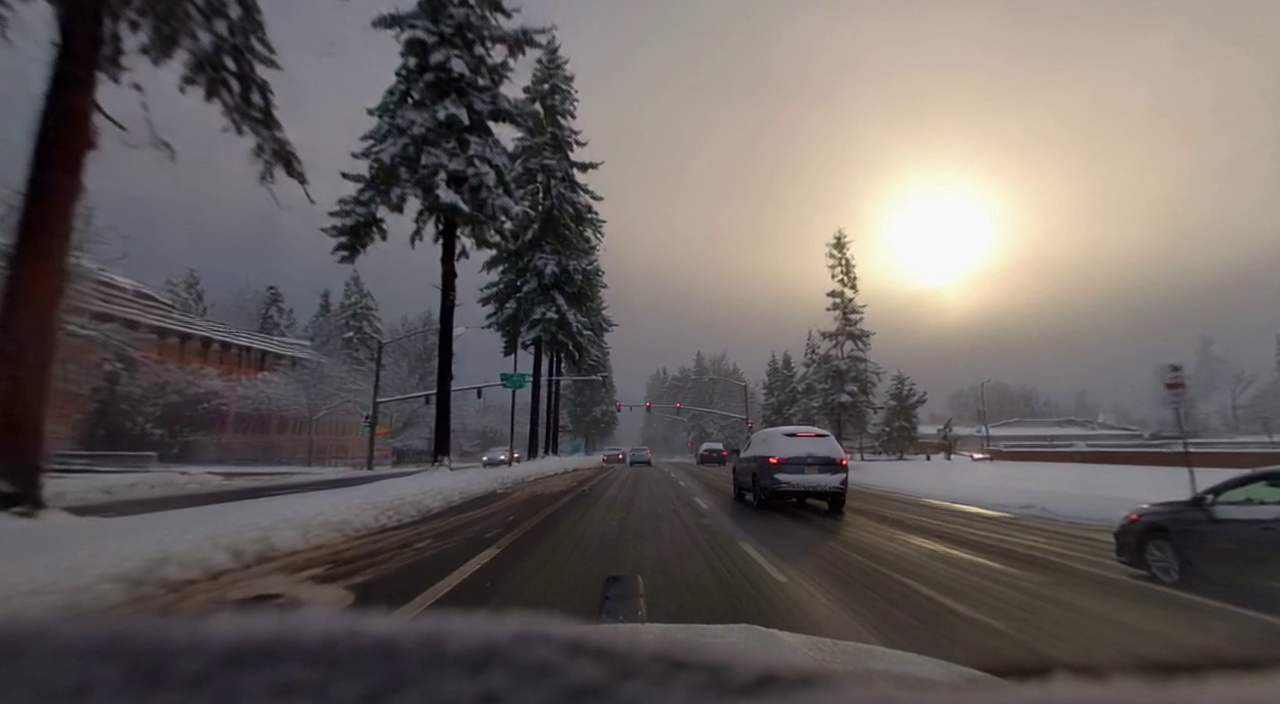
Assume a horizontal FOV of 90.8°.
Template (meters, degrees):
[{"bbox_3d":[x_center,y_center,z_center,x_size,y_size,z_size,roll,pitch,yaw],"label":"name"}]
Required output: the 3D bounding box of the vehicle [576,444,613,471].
[{"bbox_3d":[-2.897,6.824,41.000,1.962,1.632,3.979,0,-9,1],"label":"vehicle"}]

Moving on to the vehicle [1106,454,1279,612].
[{"bbox_3d":[6.973,1.743,5.871,2.003,1.428,4.330,3,-9,0],"label":"vehicle"}]

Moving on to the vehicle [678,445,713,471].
[{"bbox_3d":[3.791,7.294,43.798,1.922,1.708,4.126,0,-9,-1],"label":"vehicle"}]

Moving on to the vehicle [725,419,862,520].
[{"bbox_3d":[3.272,2.613,14.492,2.035,1.940,4.299,0,-9,0],"label":"vehicle"}]

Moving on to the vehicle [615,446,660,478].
[{"bbox_3d":[-0.109,5.409,31.290,2.119,1.460,3.847,0,-9,0],"label":"vehicle"}]
